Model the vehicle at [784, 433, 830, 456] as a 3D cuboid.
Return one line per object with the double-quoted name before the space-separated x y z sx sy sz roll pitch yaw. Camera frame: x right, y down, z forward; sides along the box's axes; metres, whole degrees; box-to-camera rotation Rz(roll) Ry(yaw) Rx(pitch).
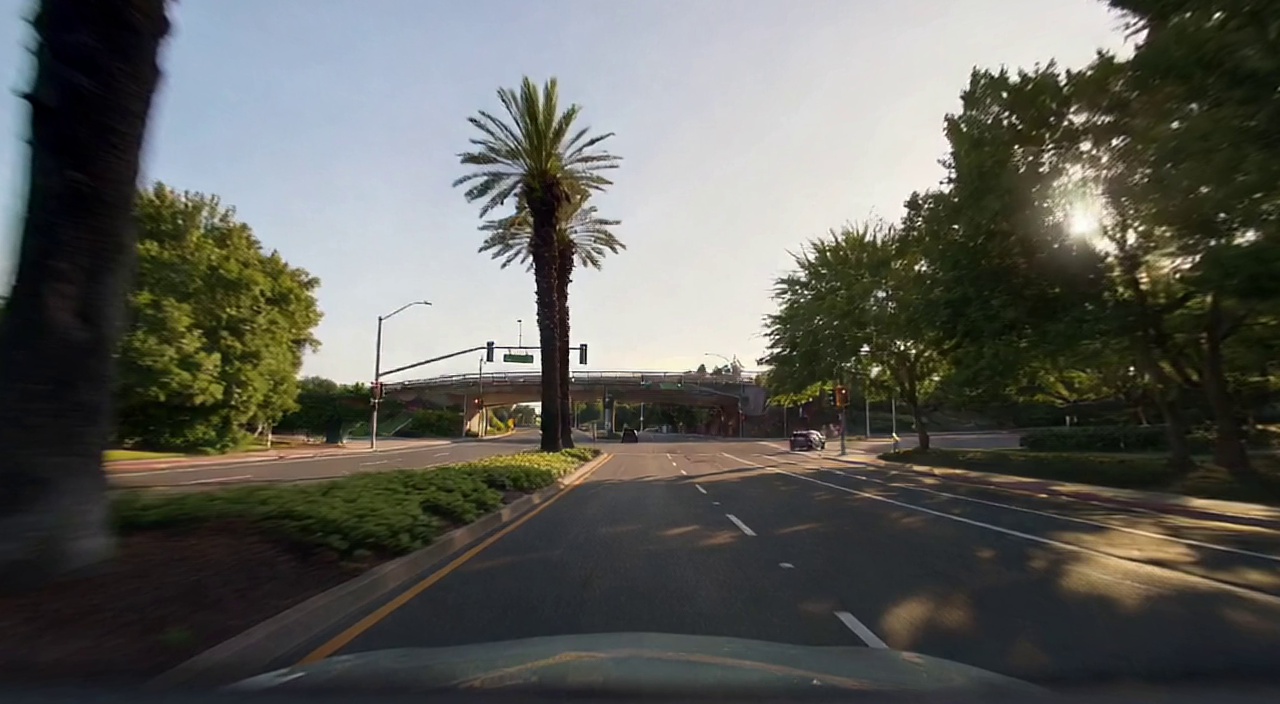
"vehicle" 11.527 6.336 43.177 1.982 1.436 4.556 -4 -10 28
